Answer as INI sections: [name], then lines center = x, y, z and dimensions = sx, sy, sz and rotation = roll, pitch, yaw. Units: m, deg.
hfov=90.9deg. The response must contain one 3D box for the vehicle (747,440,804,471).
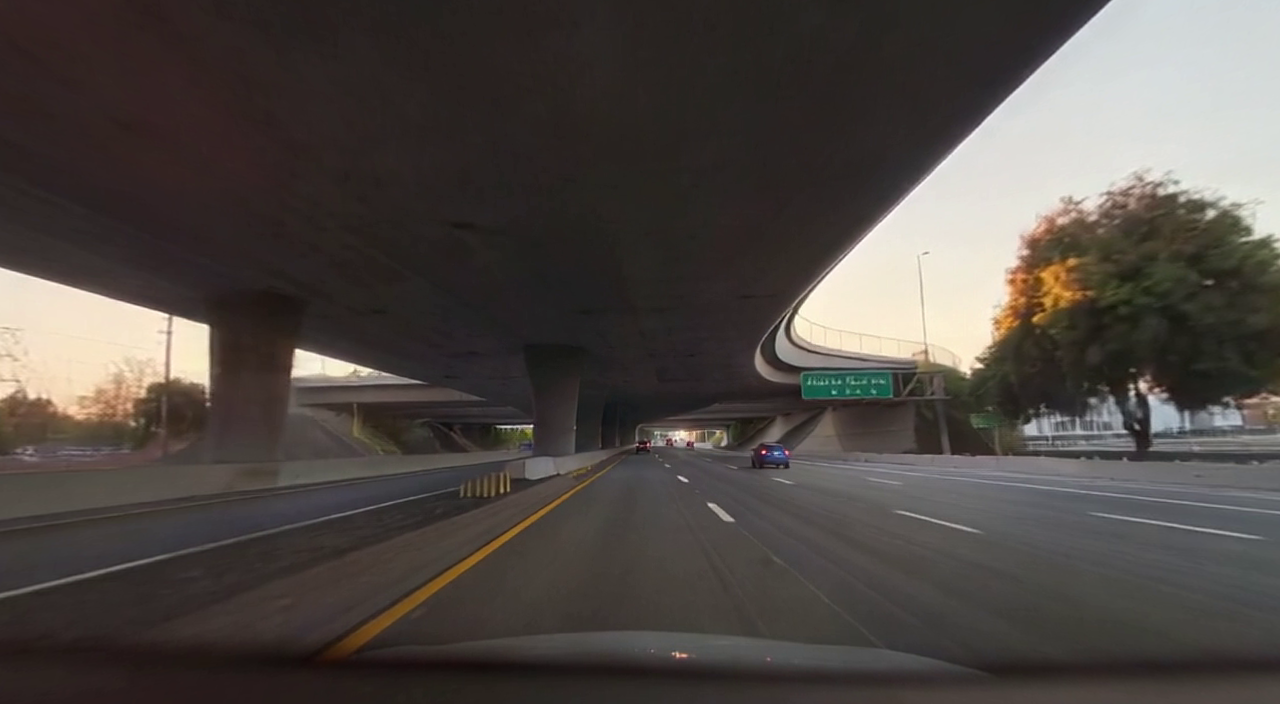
[vehicle]
center = 7.065, 5.420, 33.246
dimensions = 2.025, 1.484, 4.208
rotation = 0, -8, -1
